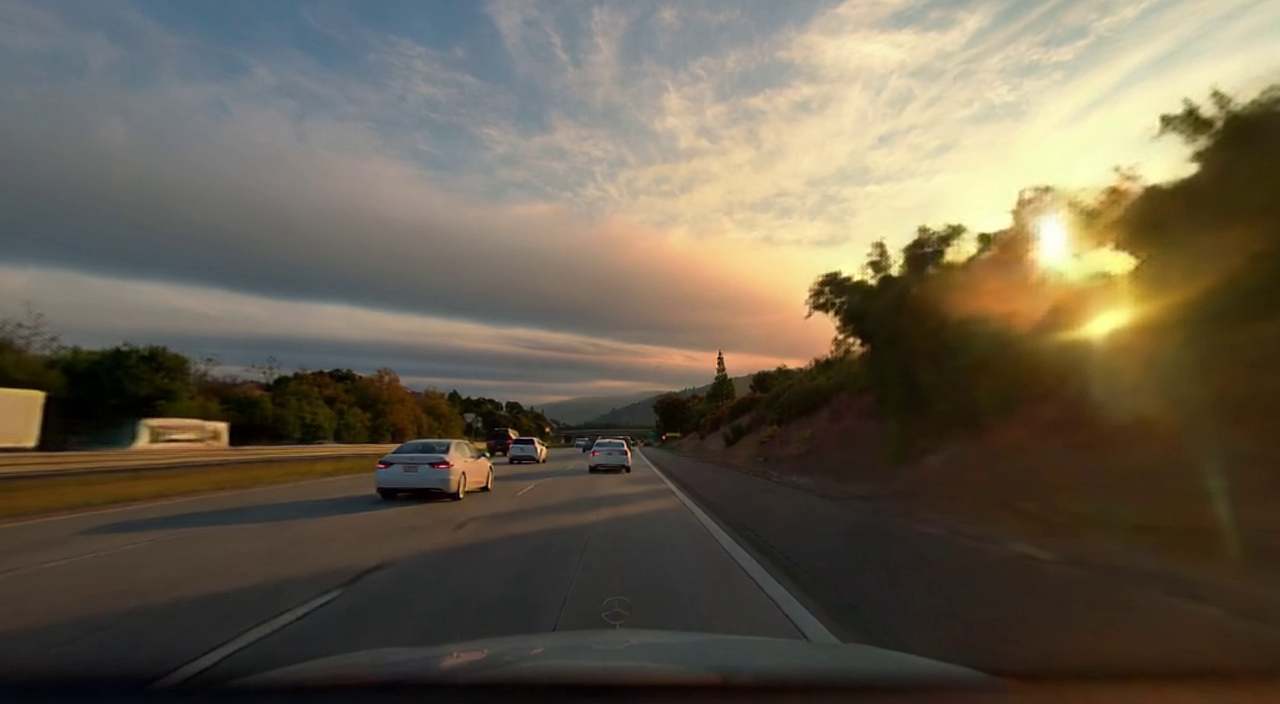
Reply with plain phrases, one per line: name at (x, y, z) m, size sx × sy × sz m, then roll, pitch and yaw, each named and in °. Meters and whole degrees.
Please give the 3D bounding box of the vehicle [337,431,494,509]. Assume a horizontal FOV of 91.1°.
vehicle at (-4.802, 2.553, 14.241) m, size 1.971 × 1.464 × 4.386 m, roll 0°, pitch -8°, yaw 0°

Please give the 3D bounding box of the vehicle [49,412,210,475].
vehicle at (-26.326, 4.741, 32.967) m, size 2.611 × 2.933 × 6.960 m, roll 0°, pitch -8°, yaw -1°

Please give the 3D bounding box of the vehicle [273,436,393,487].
vehicle at (-9.522, 3.384, 19.890) m, size 1.850 × 1.439 × 3.932 m, roll 0°, pitch -8°, yaw -1°

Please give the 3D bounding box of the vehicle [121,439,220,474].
vehicle at (-22.080, 4.879, 29.760) m, size 1.759 × 1.510 × 3.857 m, roll 0°, pitch -8°, yaw -2°

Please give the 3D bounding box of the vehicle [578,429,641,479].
vehicle at (-1.110, 3.750, 23.464) m, size 2.178 × 1.658 × 3.916 m, roll 0°, pitch -8°, yaw -2°

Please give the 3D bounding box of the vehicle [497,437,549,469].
vehicle at (-5.611, 4.877, 30.580) m, size 1.835 × 1.432 × 3.835 m, roll 0°, pitch -8°, yaw -1°
